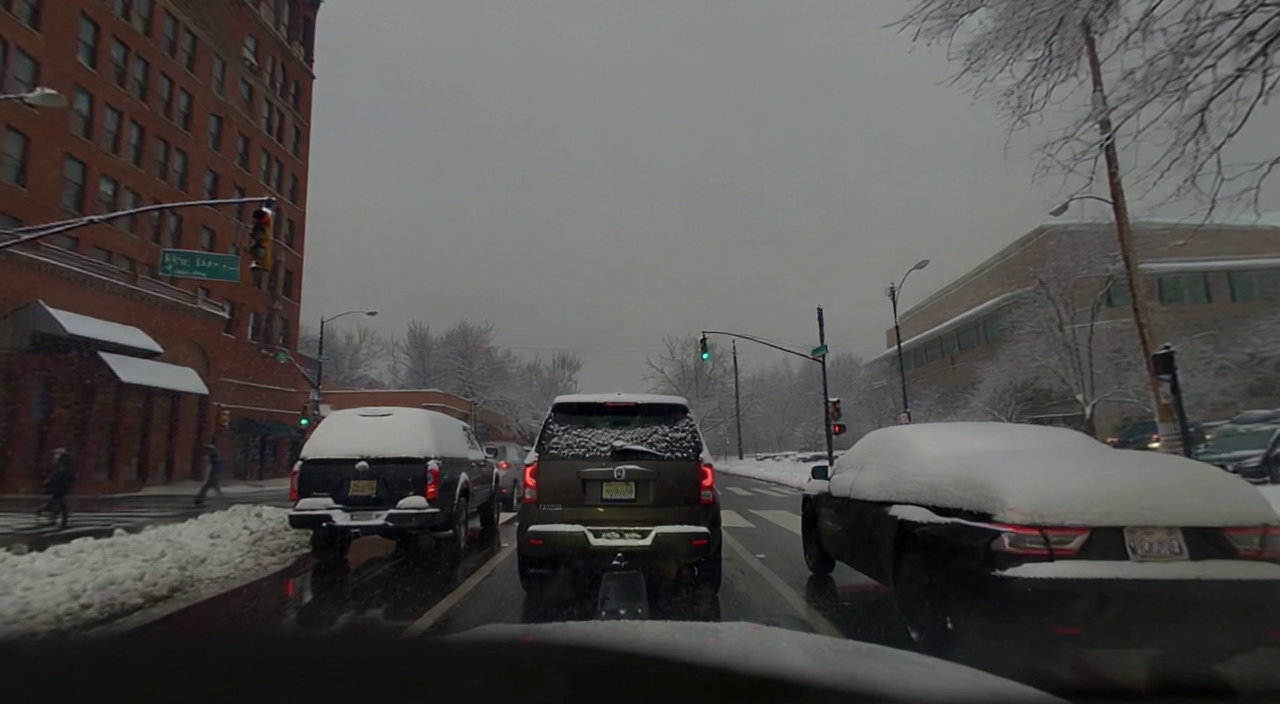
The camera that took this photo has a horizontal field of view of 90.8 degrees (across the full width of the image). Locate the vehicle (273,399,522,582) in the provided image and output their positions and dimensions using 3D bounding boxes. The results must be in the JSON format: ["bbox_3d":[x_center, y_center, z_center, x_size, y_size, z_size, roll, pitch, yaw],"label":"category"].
[{"bbox_3d":[-2.826,1.703,8.533,1.855,1.812,4.244,0,-8,-3],"label":"vehicle"}]

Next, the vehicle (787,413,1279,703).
[{"bbox_3d":[2.582,1.307,4.804,1.852,1.462,4.155,0,-8,-1],"label":"vehicle"}]

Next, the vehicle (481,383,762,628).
[{"bbox_3d":[-0.127,1.492,7.109,2.105,1.842,4.537,0,-8,0],"label":"vehicle"}]
